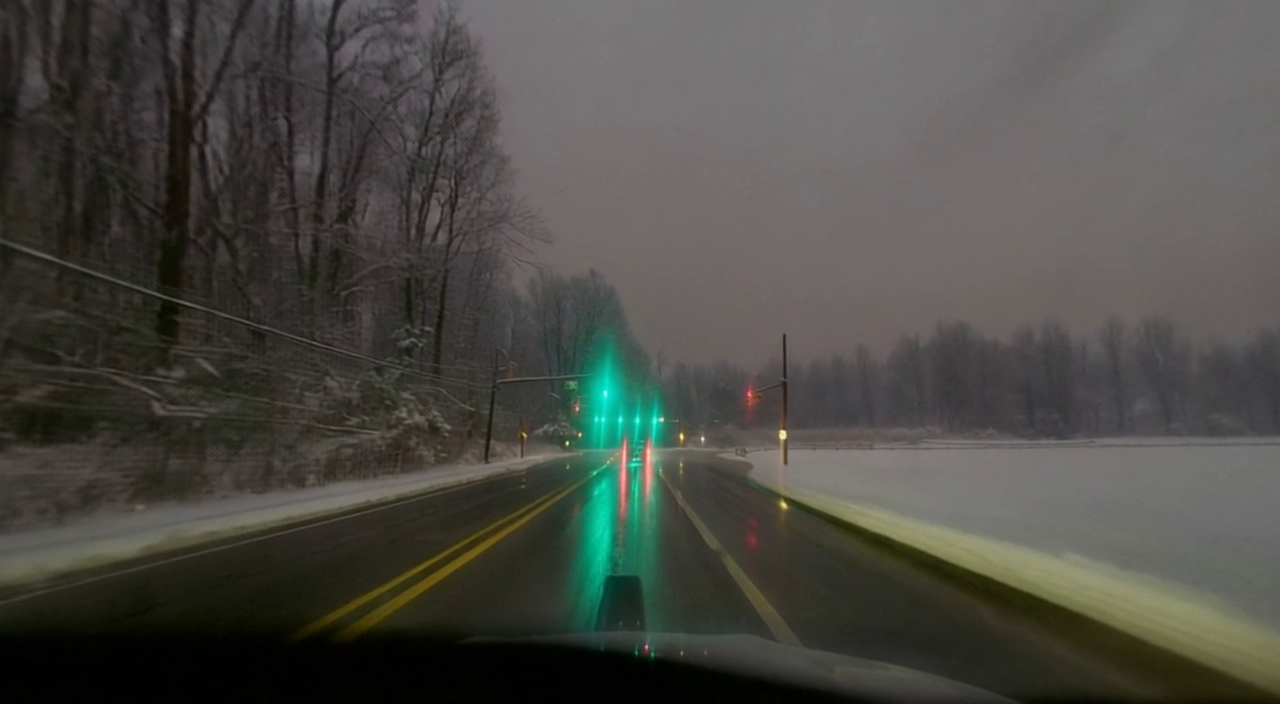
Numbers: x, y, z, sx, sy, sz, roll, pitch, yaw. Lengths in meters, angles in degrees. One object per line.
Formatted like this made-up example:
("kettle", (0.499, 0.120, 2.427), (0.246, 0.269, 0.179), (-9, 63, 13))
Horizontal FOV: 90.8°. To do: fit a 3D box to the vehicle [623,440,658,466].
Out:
("vehicle", (0.033, 6.287, 39.483), (2.042, 1.489, 3.963), (0, -8, 0))
